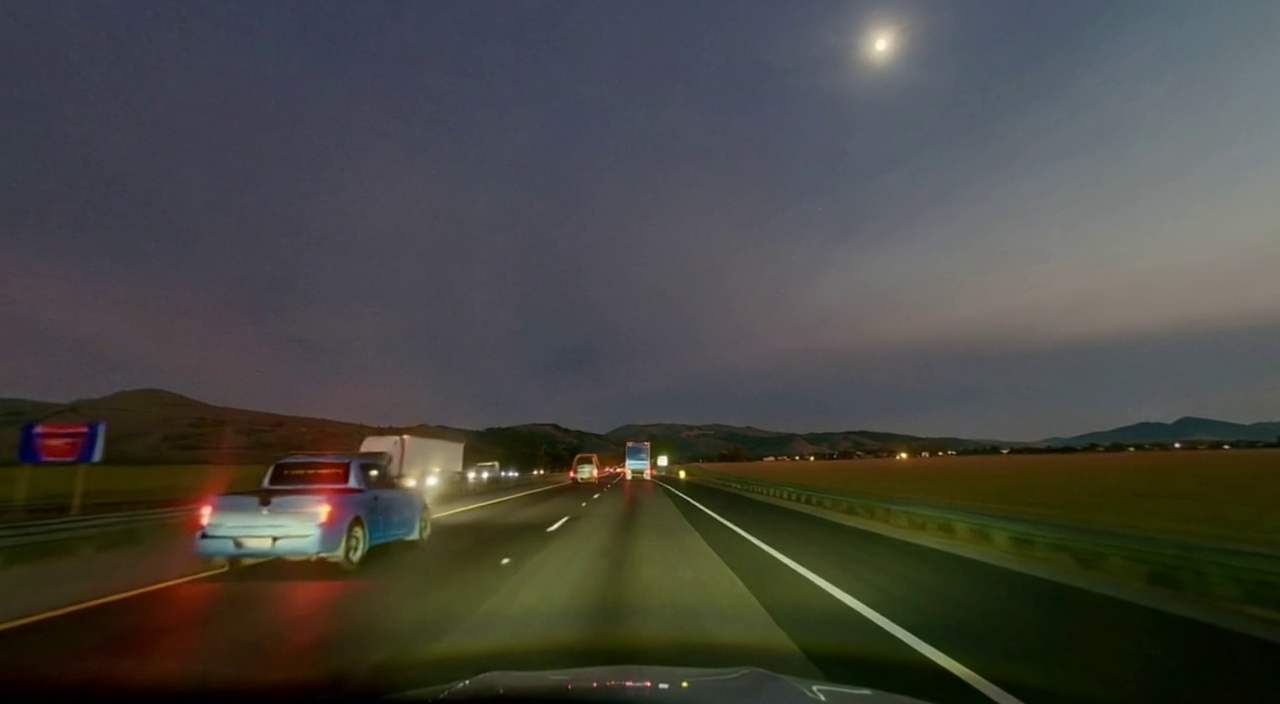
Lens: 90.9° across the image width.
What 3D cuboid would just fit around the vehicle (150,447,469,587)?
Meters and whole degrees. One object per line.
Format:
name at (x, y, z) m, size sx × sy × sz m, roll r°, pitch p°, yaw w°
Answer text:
vehicle at (-4.171, 2.197, 9.108) m, size 2.090 × 1.462 × 4.603 m, roll 1°, pitch -10°, yaw 0°
